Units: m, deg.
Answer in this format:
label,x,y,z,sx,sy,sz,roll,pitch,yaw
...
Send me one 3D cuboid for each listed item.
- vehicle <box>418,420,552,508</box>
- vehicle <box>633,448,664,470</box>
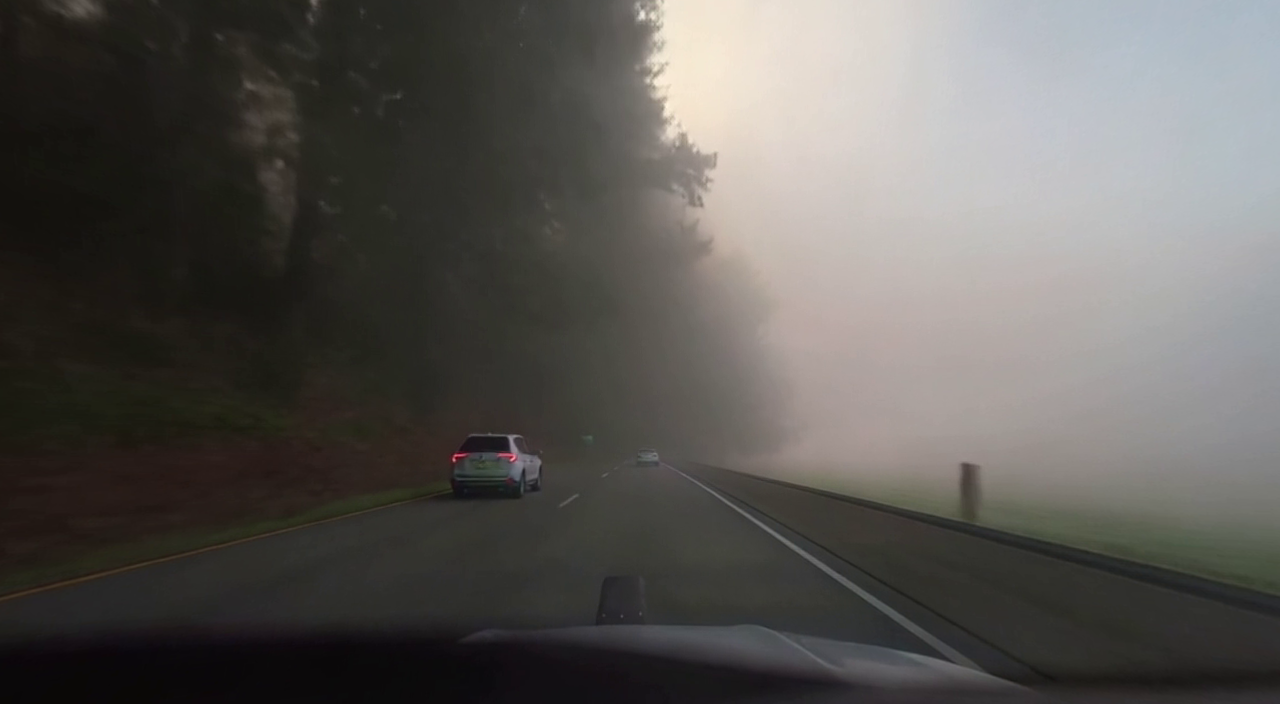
label,x,y,z,sx,sy,sz,roll,pitch,yaw
vehicle,-3.998,3.007,17.382,2.418,2.049,4.930,0,-9,0
vehicle,0.533,7.344,43.558,2.046,1.452,4.407,0,-9,0
